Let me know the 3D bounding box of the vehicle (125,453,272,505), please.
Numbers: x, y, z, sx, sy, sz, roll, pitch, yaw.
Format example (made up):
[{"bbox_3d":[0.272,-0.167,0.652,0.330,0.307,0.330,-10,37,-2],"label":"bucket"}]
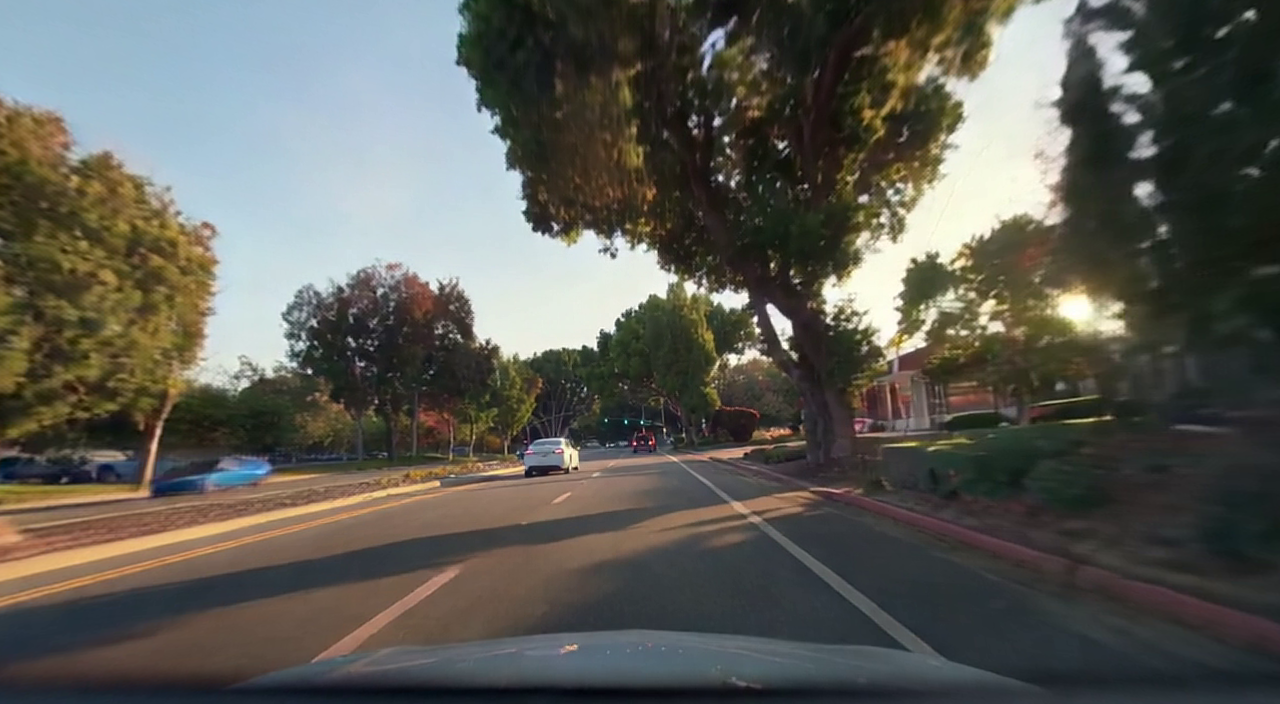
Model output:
[{"bbox_3d":[-16.011,4.584,23.226,1.967,1.581,4.663,-1,-8,1],"label":"vehicle"}]

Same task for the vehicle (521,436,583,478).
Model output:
[{"bbox_3d":[-3.680,4.482,27.103,1.914,1.630,4.351,-1,-8,2],"label":"vehicle"}]
